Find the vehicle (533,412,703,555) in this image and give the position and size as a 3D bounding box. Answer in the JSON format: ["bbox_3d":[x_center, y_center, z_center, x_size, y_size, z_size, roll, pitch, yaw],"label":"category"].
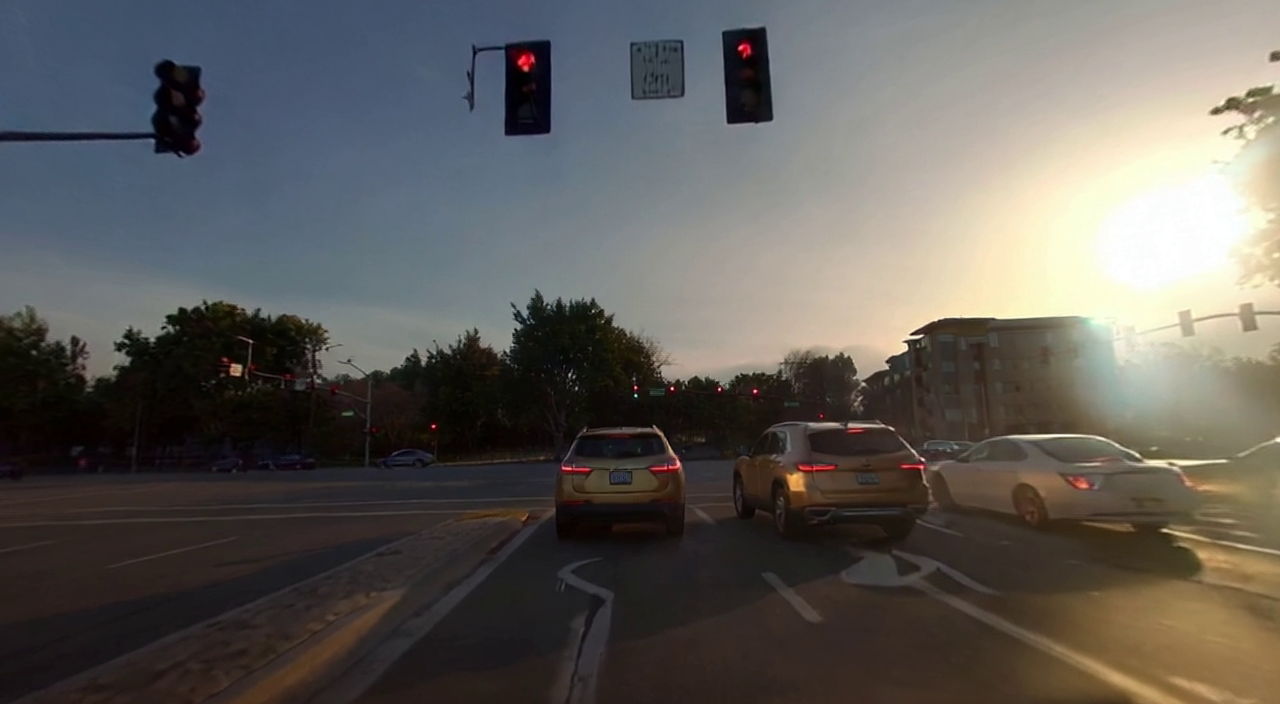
[{"bbox_3d":[-0.324,1.896,9.753,2.039,1.698,4.144,0,-9,-2],"label":"vehicle"}]

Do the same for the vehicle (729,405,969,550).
[{"bbox_3d":[2.945,1.904,10.198,2.228,1.798,4.370,0,-9,-2],"label":"vehicle"}]

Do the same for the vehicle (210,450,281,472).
[{"bbox_3d":[-29.772,8.238,47.756,4.253,1.610,1.800,-1,-9,8],"label":"vehicle"}]

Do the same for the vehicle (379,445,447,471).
[{"bbox_3d":[-15.541,7.208,43.136,4.318,1.712,2.188,-6,-10,34],"label":"vehicle"}]

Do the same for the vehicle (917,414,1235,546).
[{"bbox_3d":[6.075,1.826,9.615,1.690,1.538,4.313,0,-9,-1],"label":"vehicle"}]
